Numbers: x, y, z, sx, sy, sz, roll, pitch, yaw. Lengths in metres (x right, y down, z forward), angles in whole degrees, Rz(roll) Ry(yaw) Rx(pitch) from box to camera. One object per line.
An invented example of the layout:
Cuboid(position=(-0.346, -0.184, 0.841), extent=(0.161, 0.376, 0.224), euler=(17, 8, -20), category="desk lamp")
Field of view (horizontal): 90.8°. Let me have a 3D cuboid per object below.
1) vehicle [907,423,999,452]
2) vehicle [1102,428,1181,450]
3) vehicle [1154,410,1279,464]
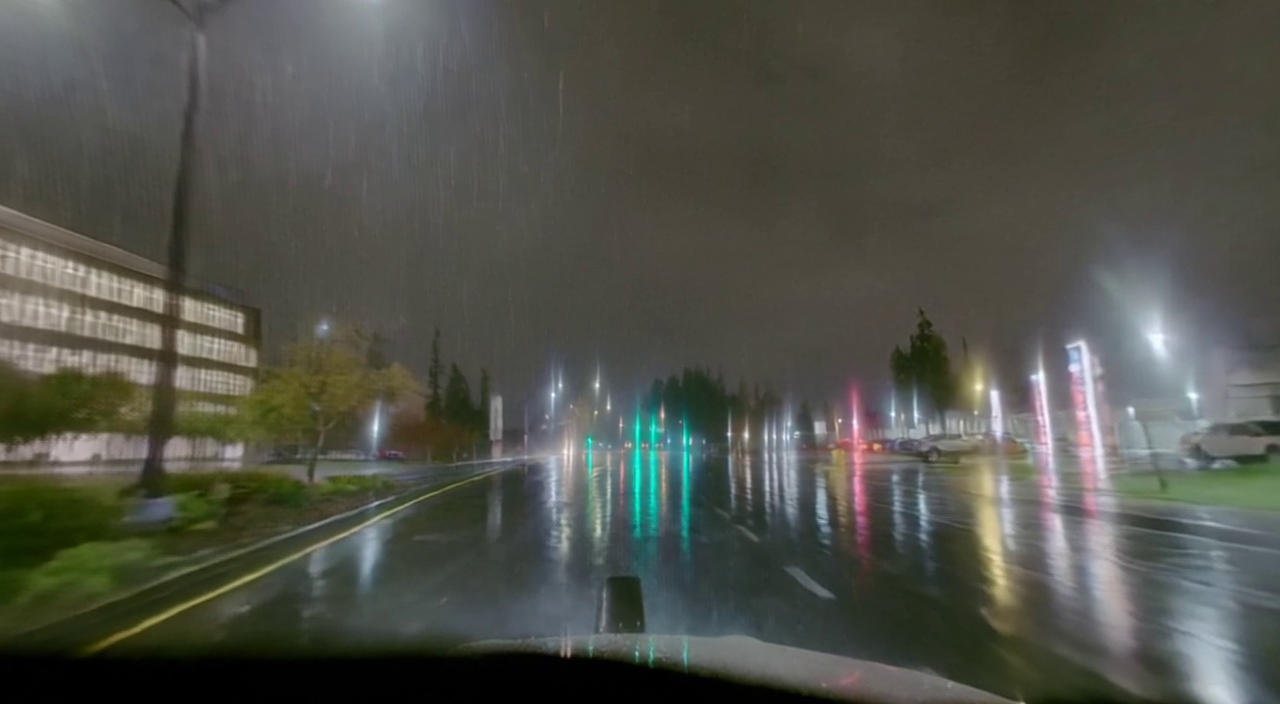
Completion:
Cuboid(position=(20.032, 5.493, 40.569), extent=(4.656, 1.752, 2.309), euler=(0, -8, -4), category="vehicle")
Cuboid(position=(34.208, 5.966, 43.151), extent=(4.002, 1.471, 1.720), euler=(0, -8, -3), category="vehicle")
Cuboid(position=(22.933, 3.271, 24.147), extent=(2.133, 1.853, 5.009), euler=(0, -8, -2), category="vehicle")
